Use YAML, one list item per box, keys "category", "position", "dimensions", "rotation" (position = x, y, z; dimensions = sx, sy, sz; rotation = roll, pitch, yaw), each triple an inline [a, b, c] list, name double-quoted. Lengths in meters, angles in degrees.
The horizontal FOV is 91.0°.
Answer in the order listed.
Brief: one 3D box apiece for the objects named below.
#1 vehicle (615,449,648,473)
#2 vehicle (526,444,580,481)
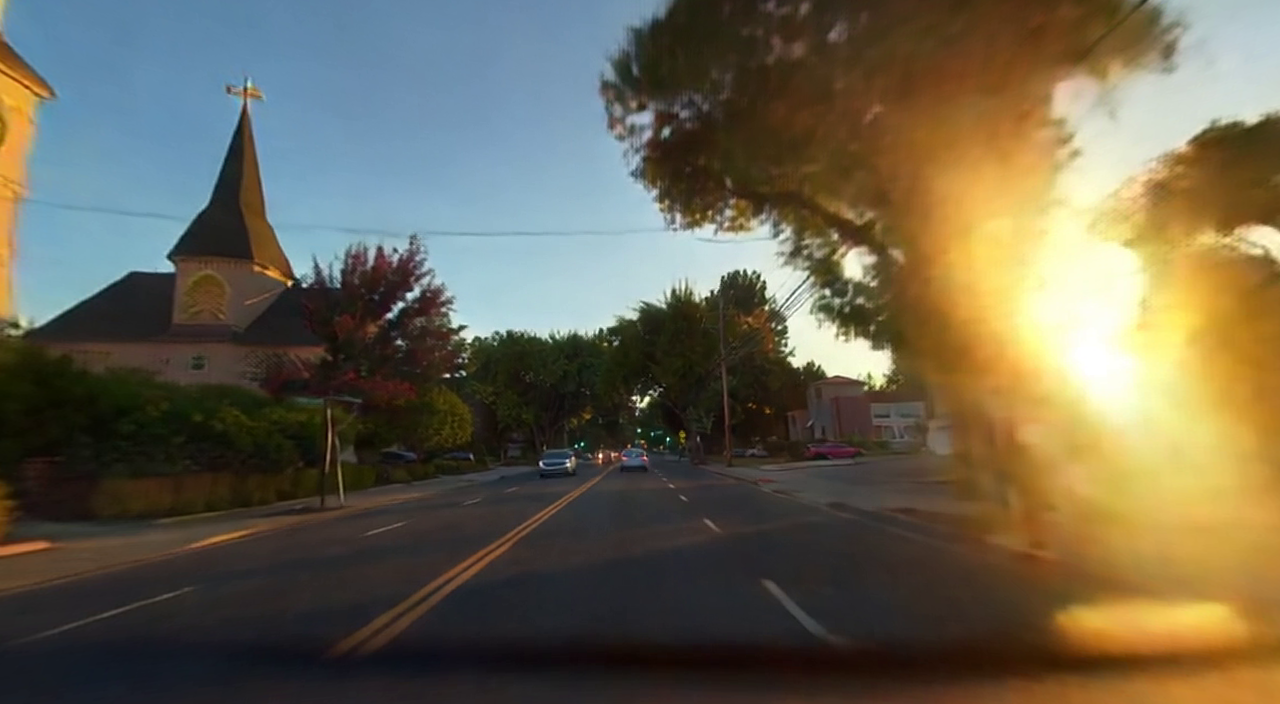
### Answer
- category: "vehicle"
  position: [-0.550, 7.210, 41.860]
  dimensions: [2.093, 1.497, 4.010]
  rotation: [0, -9, -1]
- category: "vehicle"
  position: [-4.766, 6.159, 35.365]
  dimensions: [2.212, 1.906, 4.958]
  rotation: [0, -9, 2]
